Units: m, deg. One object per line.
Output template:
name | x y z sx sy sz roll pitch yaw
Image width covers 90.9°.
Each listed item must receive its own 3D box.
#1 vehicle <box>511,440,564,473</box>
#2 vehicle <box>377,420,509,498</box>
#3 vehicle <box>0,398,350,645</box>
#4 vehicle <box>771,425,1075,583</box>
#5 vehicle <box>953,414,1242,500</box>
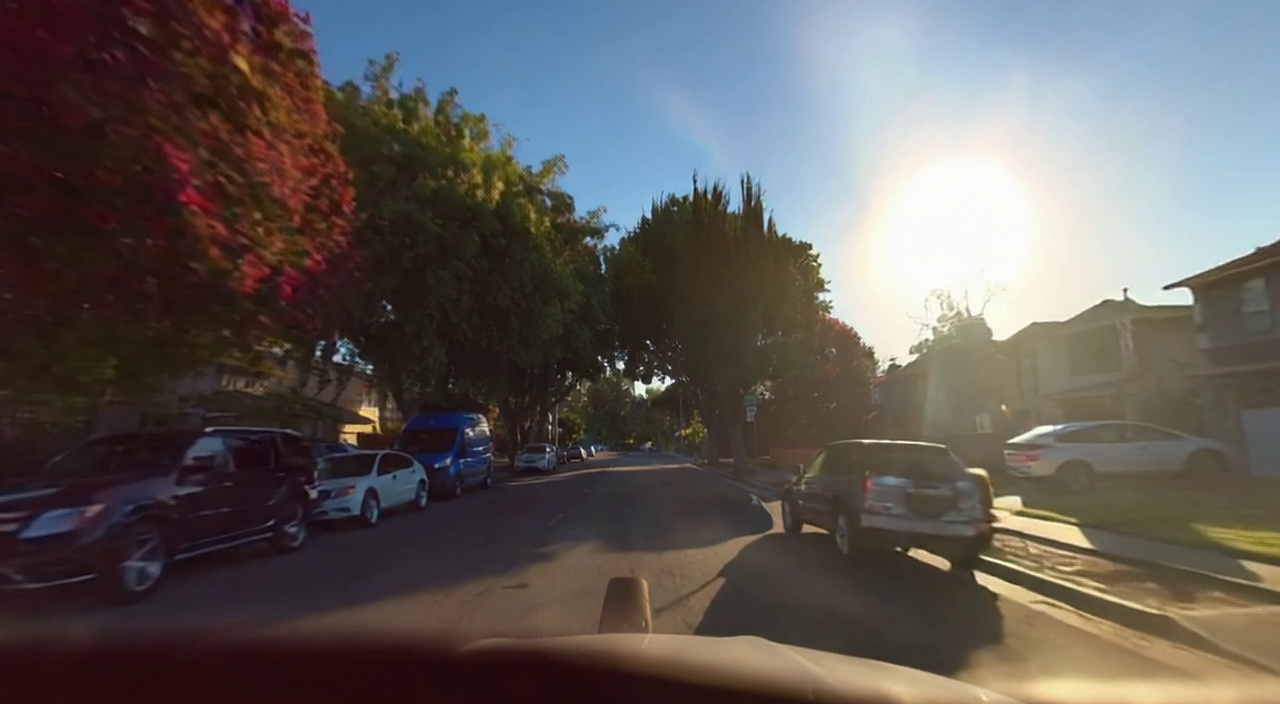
vehicle | -5.235 5.382 32.683 2.038 1.571 4.524 0 -8 -1
vehicle | -5.705 3.174 19.197 2.315 2.008 5.343 0 -8 0
vehicle | -5.460 1.596 7.122 2.090 1.855 4.494 0 -8 2
vehicle | 3.223 1.790 8.435 1.945 1.514 4.552 0 -8 0
vehicle | 9.201 2.127 12.989 4.365 1.597 2.112 1 -8 -4
